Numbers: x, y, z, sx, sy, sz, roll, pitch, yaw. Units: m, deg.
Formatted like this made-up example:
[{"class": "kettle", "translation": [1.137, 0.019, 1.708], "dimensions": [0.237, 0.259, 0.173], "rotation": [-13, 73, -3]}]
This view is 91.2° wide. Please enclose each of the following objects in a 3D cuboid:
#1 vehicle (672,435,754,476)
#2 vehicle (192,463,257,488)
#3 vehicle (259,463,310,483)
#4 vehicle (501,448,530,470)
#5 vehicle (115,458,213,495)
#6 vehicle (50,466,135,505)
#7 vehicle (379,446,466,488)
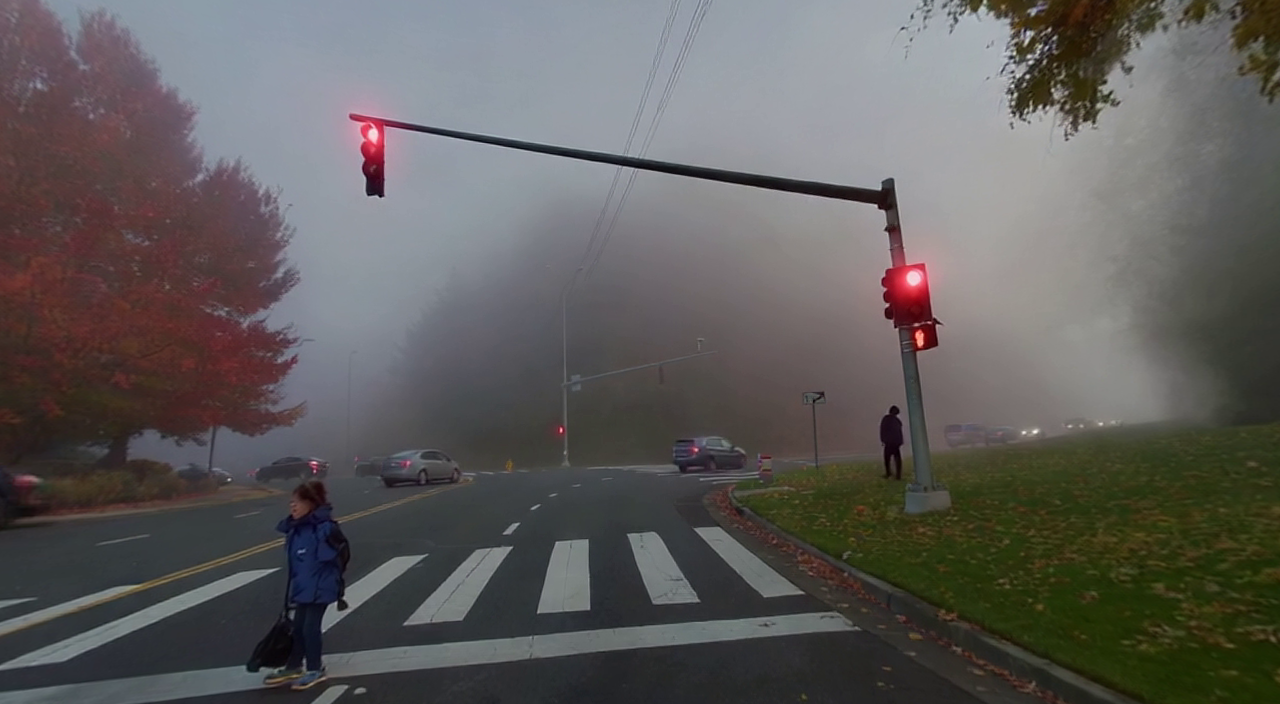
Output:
[{"class": "vehicle", "translation": [3.674, 5.111, 31.117], "dimensions": [1.988, 1.853, 4.314], "rotation": [-8, -11, 39]}, {"class": "vehicle", "translation": [-28.541, 8.477, 43.157], "dimensions": [1.768, 1.465, 3.972], "rotation": [0, -9, -1]}, {"class": "vehicle", "translation": [-28.146, 9.576, 49.743], "dimensions": [1.776, 1.452, 3.920], "rotation": [0, -9, 0]}, {"class": "vehicle", "translation": [-9.315, 8.015, 46.987], "dimensions": [1.776, 1.558, 3.779], "rotation": [1, -9, -6]}, {"class": "vehicle", "translation": [-27.833, 7.264, 36.904], "dimensions": [2.064, 1.913, 5.081], "rotation": [0, -9, -4]}, {"class": "vehicle", "translation": [-25.423, 6.157, 29.263], "dimensions": [1.694, 1.528, 4.225], "rotation": [3, -10, -24]}, {"class": "vehicle", "translation": [-9.429, 4.992, 27.495], "dimensions": [1.832, 1.674, 3.805], "rotation": [-2, -9, 12]}]
